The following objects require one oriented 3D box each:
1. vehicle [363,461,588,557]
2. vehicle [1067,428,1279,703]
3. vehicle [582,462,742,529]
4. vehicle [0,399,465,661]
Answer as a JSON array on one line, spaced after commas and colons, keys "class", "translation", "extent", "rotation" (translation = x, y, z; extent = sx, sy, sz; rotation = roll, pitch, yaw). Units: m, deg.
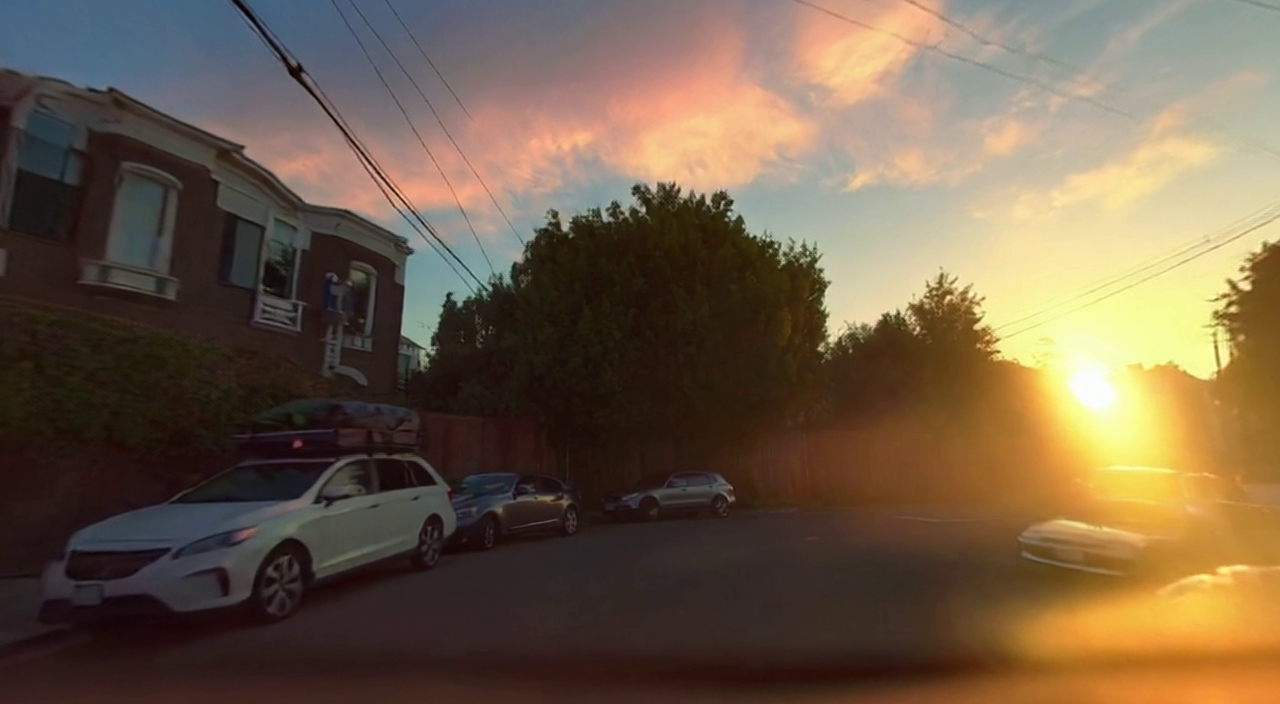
[{"class": "vehicle", "translation": [-2.918, 2.987, 12.477], "extent": [1.943, 1.475, 4.701], "rotation": [-6, -12, 19]}, {"class": "vehicle", "translation": [3.668, 0.902, 1.540], "extent": [1.910, 1.477, 4.569], "rotation": [0, -9, -2]}, {"class": "vehicle", "translation": [0.704, 3.992, 18.076], "extent": [4.217, 1.547, 2.082], "rotation": [7, -11, -39]}, {"class": "vehicle", "translation": [-3.896, 1.759, 6.926], "extent": [2.247, 1.702, 5.043], "rotation": [-4, -12, 4]}]
